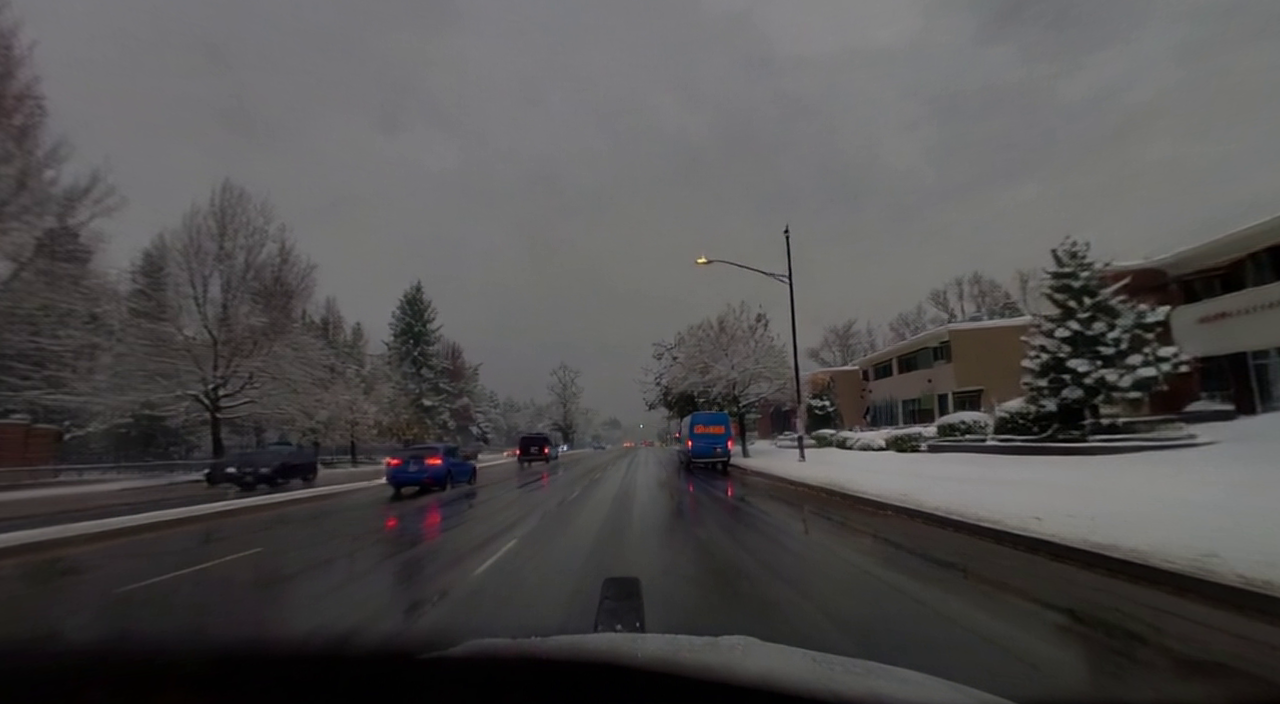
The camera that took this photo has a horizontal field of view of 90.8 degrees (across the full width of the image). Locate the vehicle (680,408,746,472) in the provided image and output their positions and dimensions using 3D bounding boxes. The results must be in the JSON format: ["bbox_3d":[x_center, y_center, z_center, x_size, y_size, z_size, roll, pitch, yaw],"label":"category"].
[{"bbox_3d":[3.628,4.559,32.474,2.791,3.026,4.668,0,-9,0],"label":"vehicle"}]

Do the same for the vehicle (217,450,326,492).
[{"bbox_3d":[-15.061,4.838,26.129,1.838,1.549,4.283,0,-9,1],"label":"vehicle"}]

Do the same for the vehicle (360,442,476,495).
[{"bbox_3d":[-6.743,3.564,19.790,1.970,1.456,4.441,0,-9,1],"label":"vehicle"}]

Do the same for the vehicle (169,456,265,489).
[{"bbox_3d":[-21.781,6.208,32.786,1.819,1.489,4.509,0,-9,1],"label":"vehicle"}]

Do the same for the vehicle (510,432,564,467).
[{"bbox_3d":[-6.445,6.196,40.122,2.332,2.039,5.678,0,-9,1],"label":"vehicle"}]
